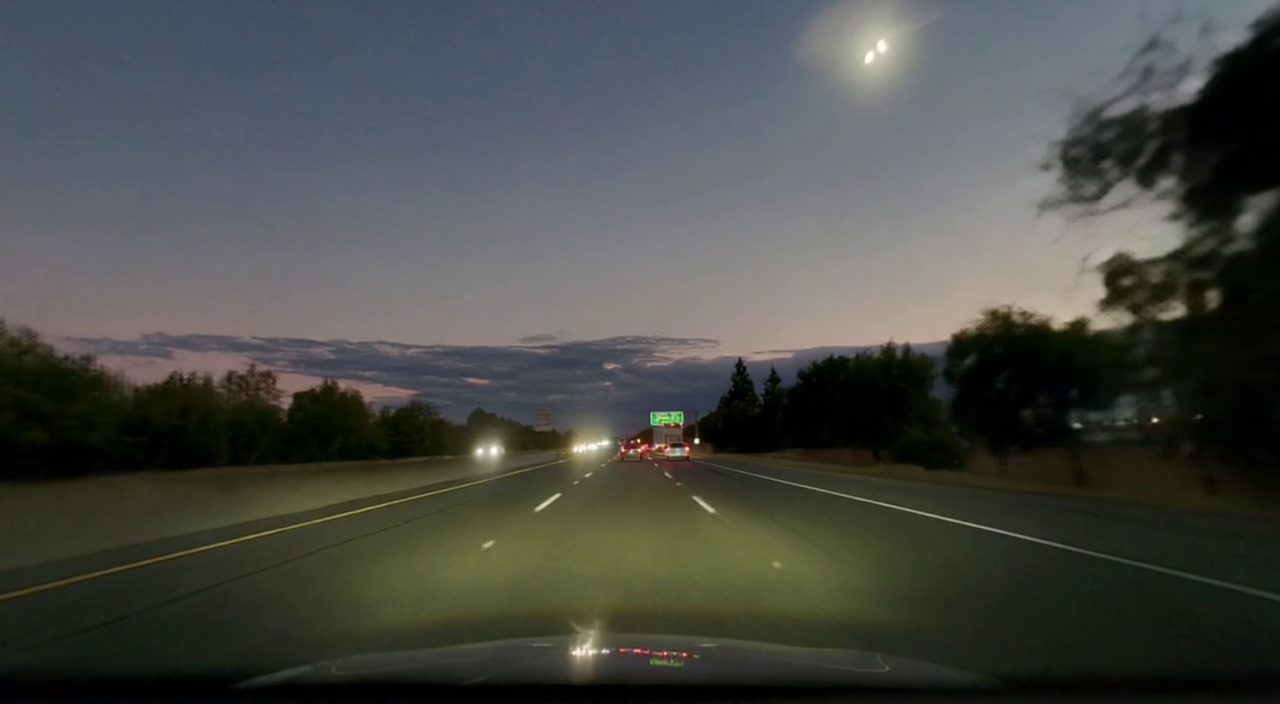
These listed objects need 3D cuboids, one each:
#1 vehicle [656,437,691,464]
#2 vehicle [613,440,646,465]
[{"bbox_3d":[2.447,7.363,47.212,2.139,1.925,4.312,0,-9,-2],"label":"vehicle"},{"bbox_3d":[-0.729,6.963,43.713,2.173,1.598,4.293,0,-9,-1],"label":"vehicle"}]
